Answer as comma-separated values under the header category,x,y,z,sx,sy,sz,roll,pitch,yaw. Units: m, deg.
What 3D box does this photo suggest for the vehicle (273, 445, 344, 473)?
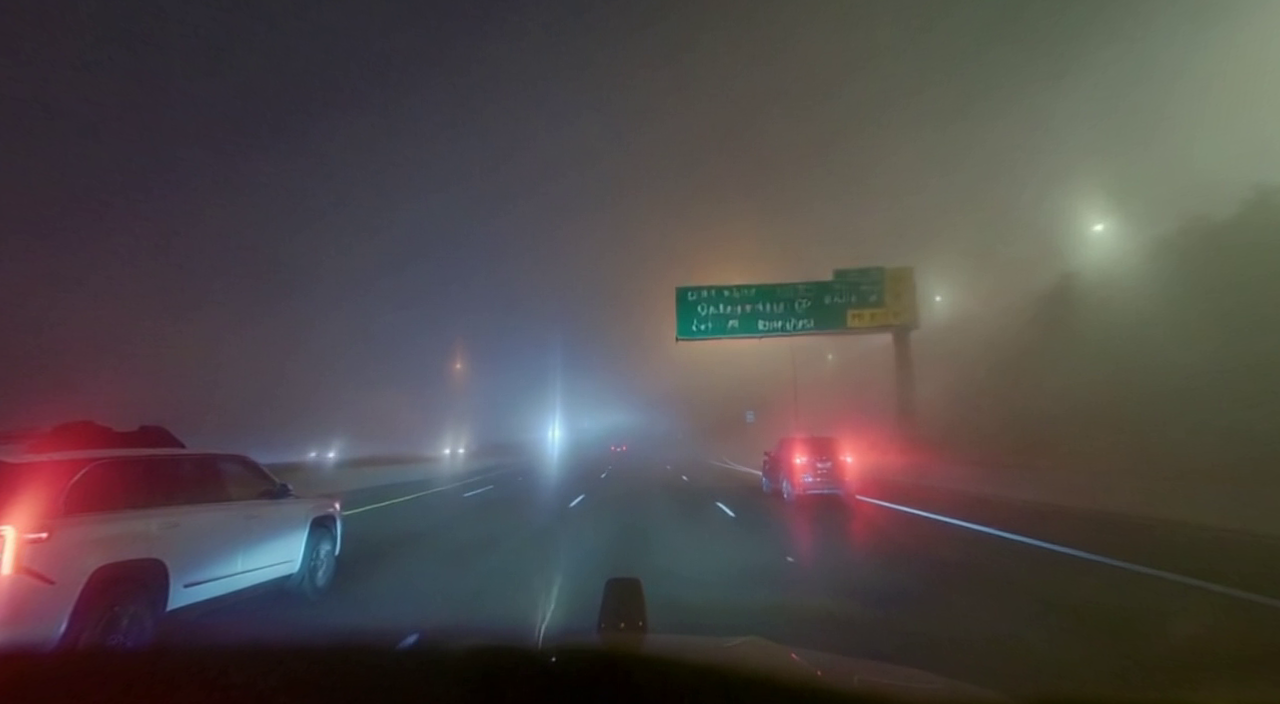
category,x,y,z,sx,sy,sz,roll,pitch,yaw
vehicle,-23.539,7.591,45.067,1.999,1.811,5.381,-1,-9,2
